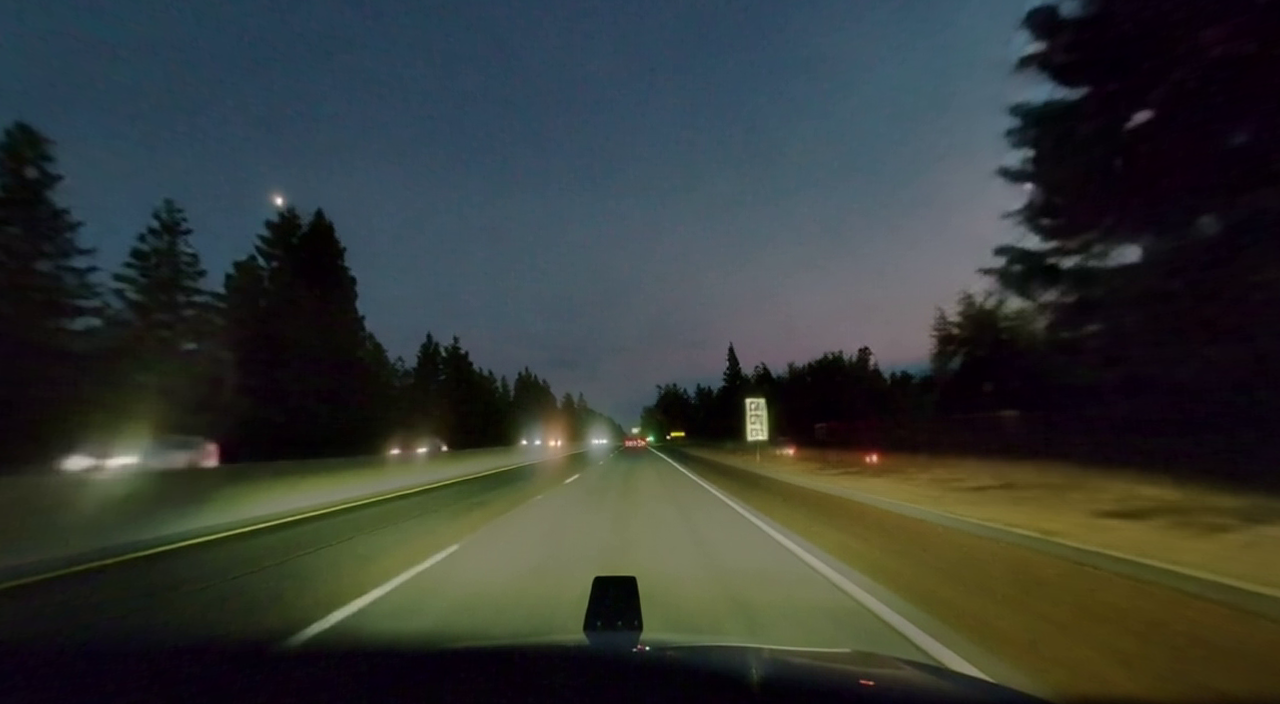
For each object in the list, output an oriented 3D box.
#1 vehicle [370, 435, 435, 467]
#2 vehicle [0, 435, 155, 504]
[{"bbox_3d":[-12.771,5.312,34.070,1.843,1.593,4.195,0,-8,0],"label":"vehicle"},{"bbox_3d":[-16.217,3.179,17.557,1.914,1.668,4.316,0,-8,0],"label":"vehicle"}]
